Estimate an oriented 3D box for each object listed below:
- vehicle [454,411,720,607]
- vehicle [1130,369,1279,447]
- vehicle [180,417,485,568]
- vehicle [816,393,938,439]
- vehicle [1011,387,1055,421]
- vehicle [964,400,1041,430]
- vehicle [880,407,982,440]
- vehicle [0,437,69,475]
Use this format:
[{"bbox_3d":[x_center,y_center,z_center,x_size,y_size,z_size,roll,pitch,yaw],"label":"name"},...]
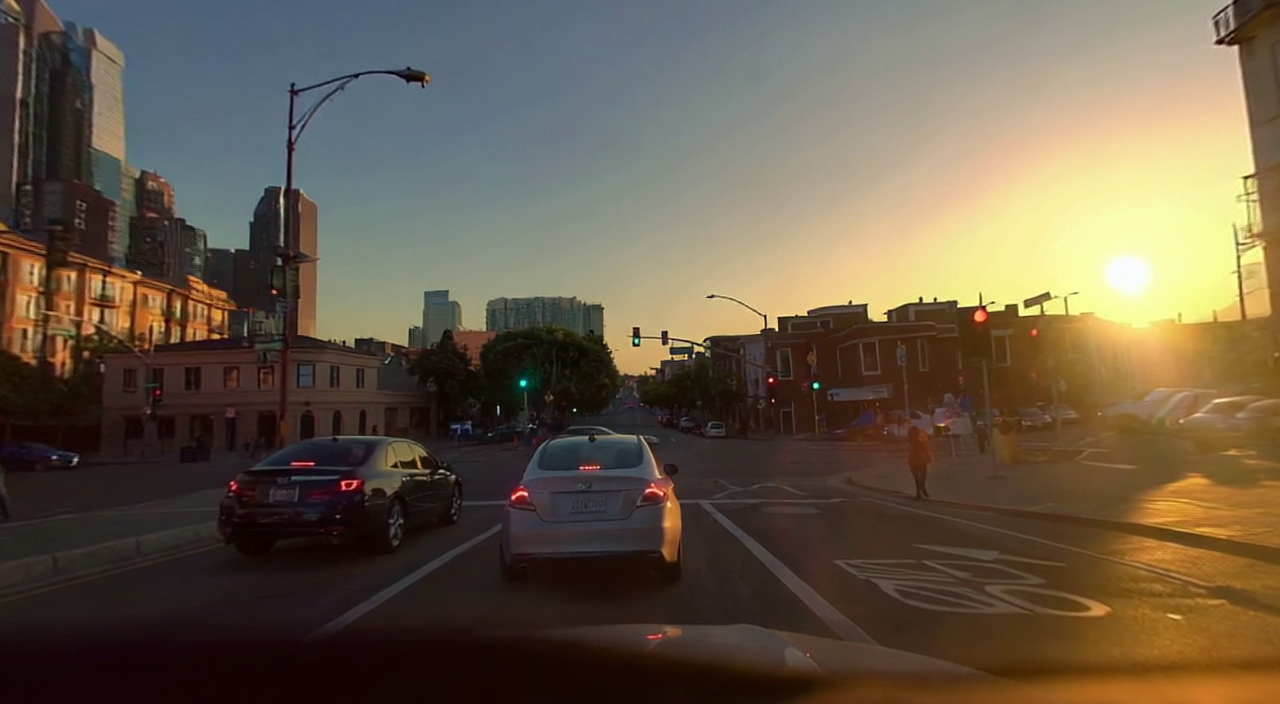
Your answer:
[{"bbox_3d":[-0.433,1.525,6.989,2.082,1.520,3.896,0,-8,-1],"label":"vehicle"},{"bbox_3d":[21.714,2.107,23.192,5.756,2.653,2.403,1,-8,-11],"label":"vehicle"},{"bbox_3d":[-3.700,1.765,8.734,1.934,1.522,4.464,0,-8,0],"label":"vehicle"},{"bbox_3d":[13.763,3.787,36.716,6.541,2.480,2.259,3,-9,-19],"label":"vehicle"},{"bbox_3d":[27.016,3.617,43.317,2.152,1.993,5.078,-6,-10,34],"label":"vehicle"},{"bbox_3d":[21.133,3.715,36.752,5.017,1.542,2.055,7,-11,-38],"label":"vehicle"},{"bbox_3d":[15.115,3.756,32.839,4.775,1.604,1.915,3,-9,-21],"label":"vehicle"},{"bbox_3d":[-32.410,5.315,32.326,4.280,1.857,2.136,0,-8,1],"label":"vehicle"}]
